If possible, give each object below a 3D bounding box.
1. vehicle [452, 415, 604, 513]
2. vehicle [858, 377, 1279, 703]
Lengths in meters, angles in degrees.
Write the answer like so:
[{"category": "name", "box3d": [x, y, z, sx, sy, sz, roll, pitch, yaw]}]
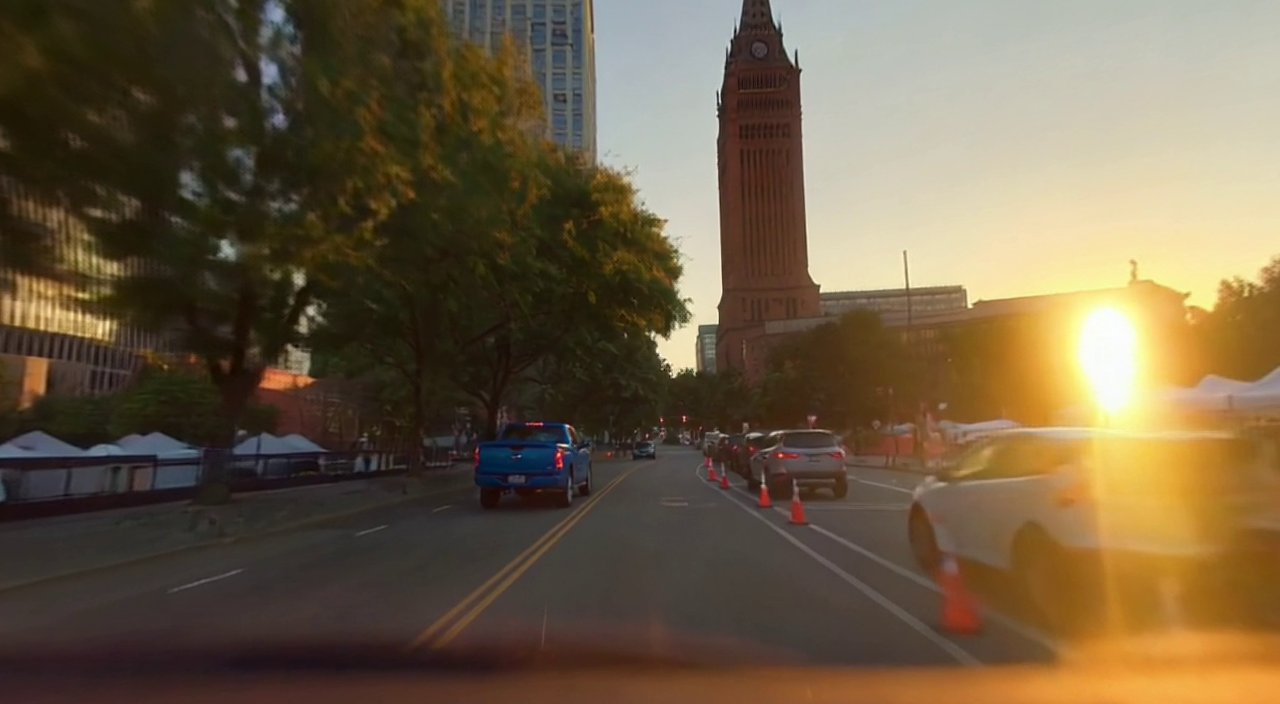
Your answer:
[{"category": "vehicle", "box3d": [-2.443, 2.676, 15.693, 2.452, 1.954, 5.653, -1, -8, 3]}, {"category": "vehicle", "box3d": [3.336, 1.211, 5.054, 2.023, 1.607, 4.225, -1, -8, 6]}]
